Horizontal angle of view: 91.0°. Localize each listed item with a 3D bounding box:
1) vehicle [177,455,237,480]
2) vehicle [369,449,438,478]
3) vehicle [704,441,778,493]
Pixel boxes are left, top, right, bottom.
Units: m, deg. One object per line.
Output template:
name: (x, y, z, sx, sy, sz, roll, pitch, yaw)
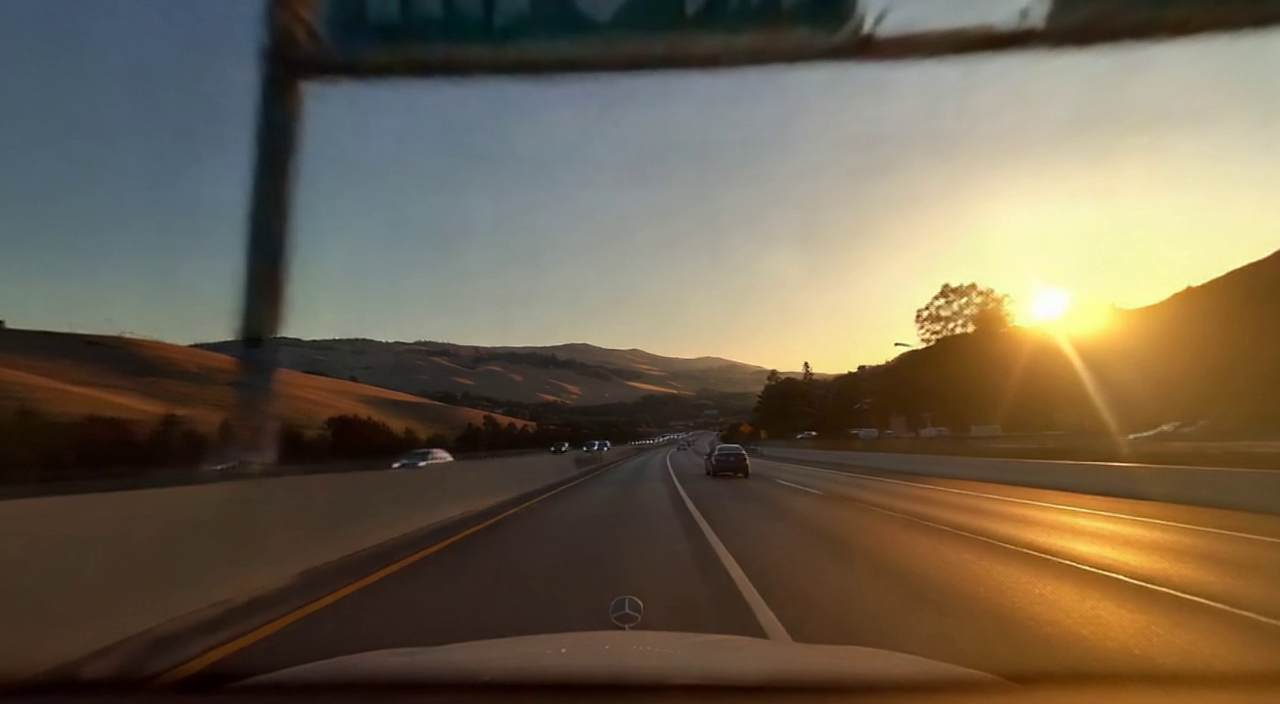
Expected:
vehicle: (-32.160, 8.556, 46.886, 1.813, 1.622, 4.130, 1, -8, -6)
vehicle: (-12.795, 6.017, 34.303, 1.857, 1.404, 4.629, 0, -8, 2)
vehicle: (3.020, 3.482, 19.471, 1.683, 1.400, 3.868, 0, -8, 1)
